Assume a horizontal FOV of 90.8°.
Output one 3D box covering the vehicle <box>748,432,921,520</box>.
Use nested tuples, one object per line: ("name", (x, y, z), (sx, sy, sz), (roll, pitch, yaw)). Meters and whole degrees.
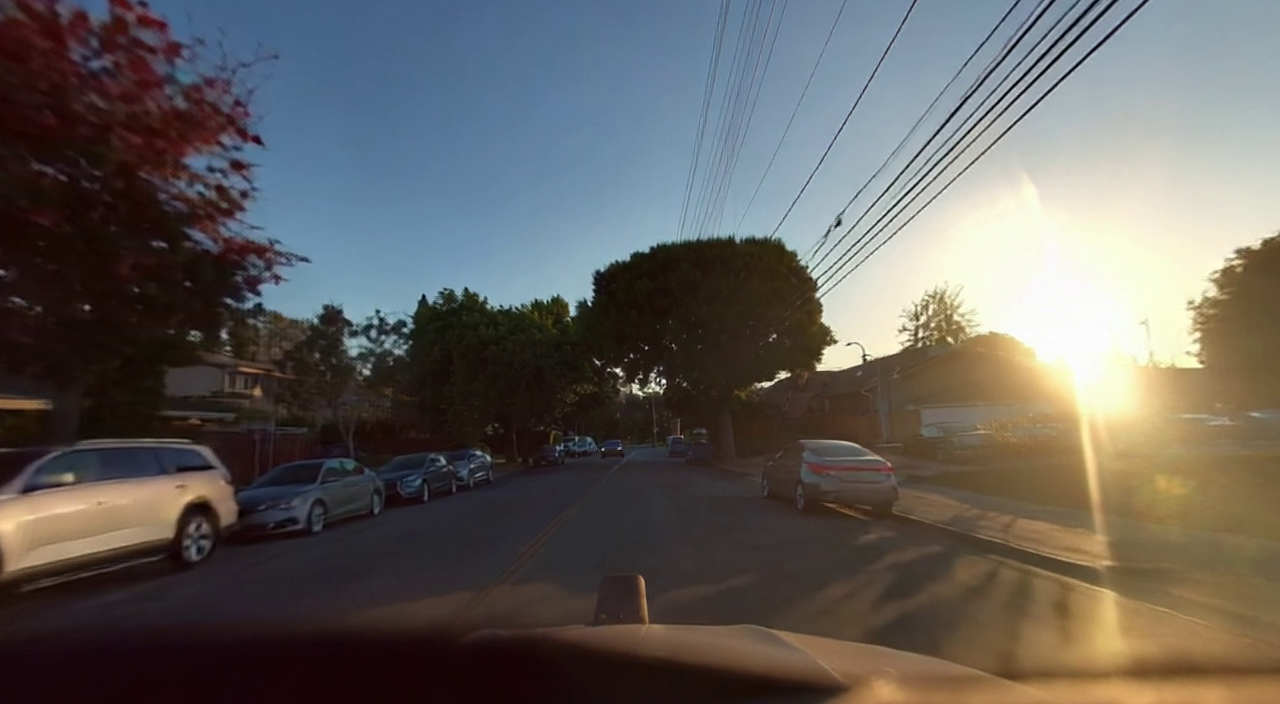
("vehicle", (3.788, 2.504, 13.415), (2.108, 1.493, 4.878), (0, -8, 0))

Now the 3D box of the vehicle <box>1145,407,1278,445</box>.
("vehicle", (24.242, 3.241, 27.080), (1.796, 1.471, 4.679), (-1, -8, 8))

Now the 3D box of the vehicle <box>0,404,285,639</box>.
("vehicle", (-6.283, 1.654, 6.710), (2.192, 1.873, 4.985), (-3, -8, 0))

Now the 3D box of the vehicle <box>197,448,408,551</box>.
("vehicle", (-6.113, 2.650, 12.150), (1.813, 1.447, 4.437), (-3, -8, -3))

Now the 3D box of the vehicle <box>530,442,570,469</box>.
("vehicle", (-6.110, 7.072, 43.361), (2.055, 1.666, 4.168), (-2, -8, 1))

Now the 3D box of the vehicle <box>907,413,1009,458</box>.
("vehicle", (13.357, 3.591, 26.933), (2.039, 1.712, 4.766), (-2, -8, 3))
